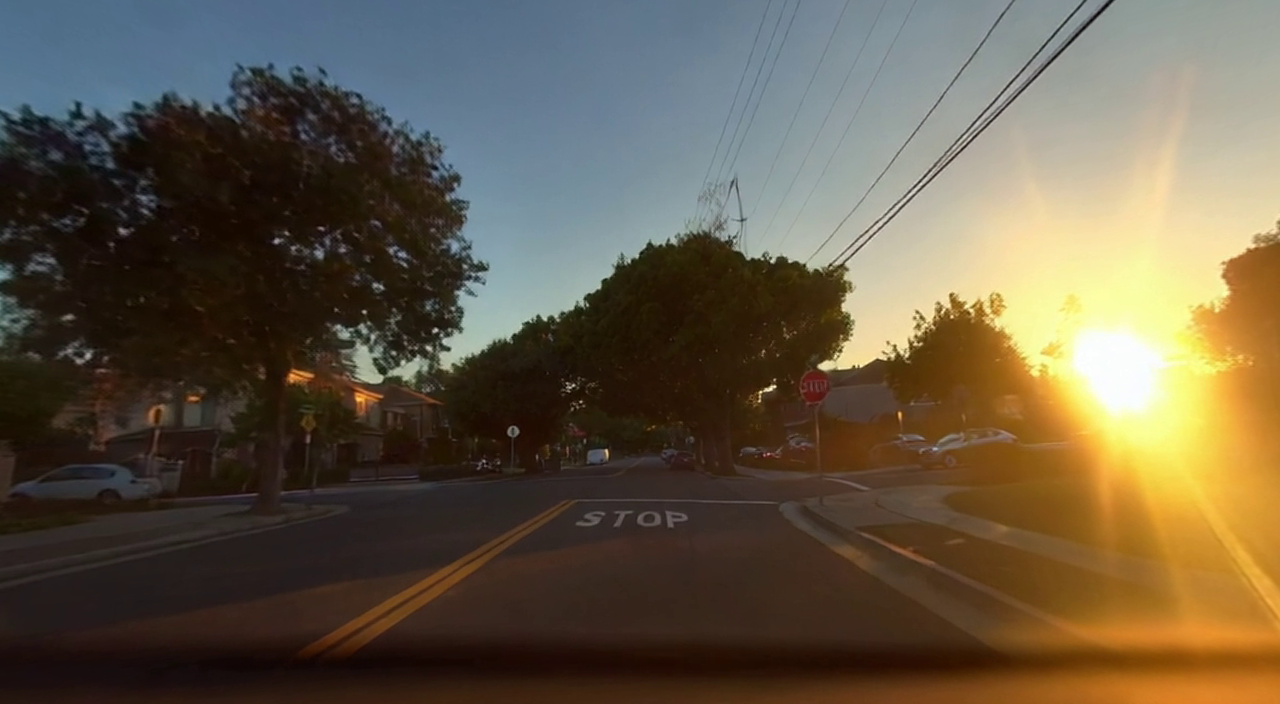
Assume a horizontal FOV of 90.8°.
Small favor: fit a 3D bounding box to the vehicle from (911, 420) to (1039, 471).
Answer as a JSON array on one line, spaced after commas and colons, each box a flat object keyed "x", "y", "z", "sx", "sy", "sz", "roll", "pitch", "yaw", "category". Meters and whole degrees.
[{"x": 15.590, "y": 4.376, "z": 29.515, "sx": 4.788, "sy": 1.875, "sz": 2.148, "roll": 1, "pitch": -19, "yaw": -15, "category": "vehicle"}]

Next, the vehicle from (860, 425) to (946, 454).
[{"x": 15.643, "y": 5.274, "z": 37.851, "sx": 1.960, "sy": 1.584, "sz": 4.669, "roll": 3, "pitch": -9, "yaw": -22, "category": "vehicle"}]

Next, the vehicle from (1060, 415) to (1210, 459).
[{"x": 17.951, "y": 3.075, "z": 22.910, "sx": 4.682, "sy": 1.483, "sz": 1.917, "roll": 2, "pitch": -9, "yaw": -19, "category": "vehicle"}]

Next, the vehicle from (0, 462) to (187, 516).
[{"x": -16.998, "y": 4.190, "z": 19.592, "sx": 4.320, "sy": 1.443, "sz": 1.867, "roll": 1, "pitch": -8, "yaw": -8, "category": "vehicle"}]

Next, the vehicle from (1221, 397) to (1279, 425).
[{"x": 37.407, "y": 3.583, "z": 37.853, "sx": 4.028, "sy": 1.469, "sz": 1.884, "roll": 3, "pitch": -10, "yaw": -19, "category": "vehicle"}]

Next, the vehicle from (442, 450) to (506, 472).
[{"x": -11.458, "y": 7.557, "z": 43.837, "sx": 3.937, "sy": 1.390, "sz": 1.644, "roll": 1, "pitch": -7, "yaw": 2, "category": "vehicle"}]
